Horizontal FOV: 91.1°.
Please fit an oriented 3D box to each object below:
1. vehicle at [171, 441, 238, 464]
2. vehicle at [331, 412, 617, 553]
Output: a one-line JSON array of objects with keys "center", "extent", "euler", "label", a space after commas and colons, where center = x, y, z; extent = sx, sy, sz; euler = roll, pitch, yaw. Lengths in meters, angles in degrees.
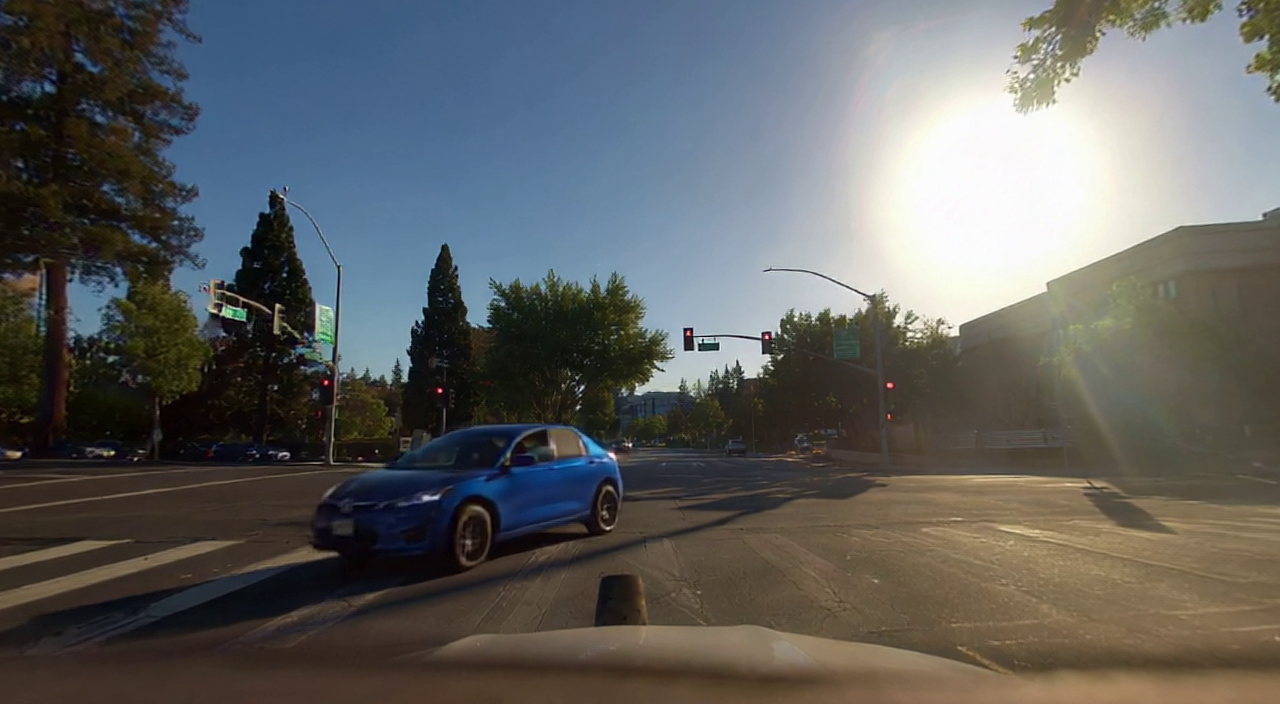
[{"center": [-29.091, 6.706, 42.068], "extent": [1.696, 1.431, 3.686], "euler": [-1, -8, 3], "label": "vehicle"}, {"center": [-2.399, 2.028, 10.531], "extent": [2.134, 1.768, 4.580], "euler": [-4, -9, 25], "label": "vehicle"}]
